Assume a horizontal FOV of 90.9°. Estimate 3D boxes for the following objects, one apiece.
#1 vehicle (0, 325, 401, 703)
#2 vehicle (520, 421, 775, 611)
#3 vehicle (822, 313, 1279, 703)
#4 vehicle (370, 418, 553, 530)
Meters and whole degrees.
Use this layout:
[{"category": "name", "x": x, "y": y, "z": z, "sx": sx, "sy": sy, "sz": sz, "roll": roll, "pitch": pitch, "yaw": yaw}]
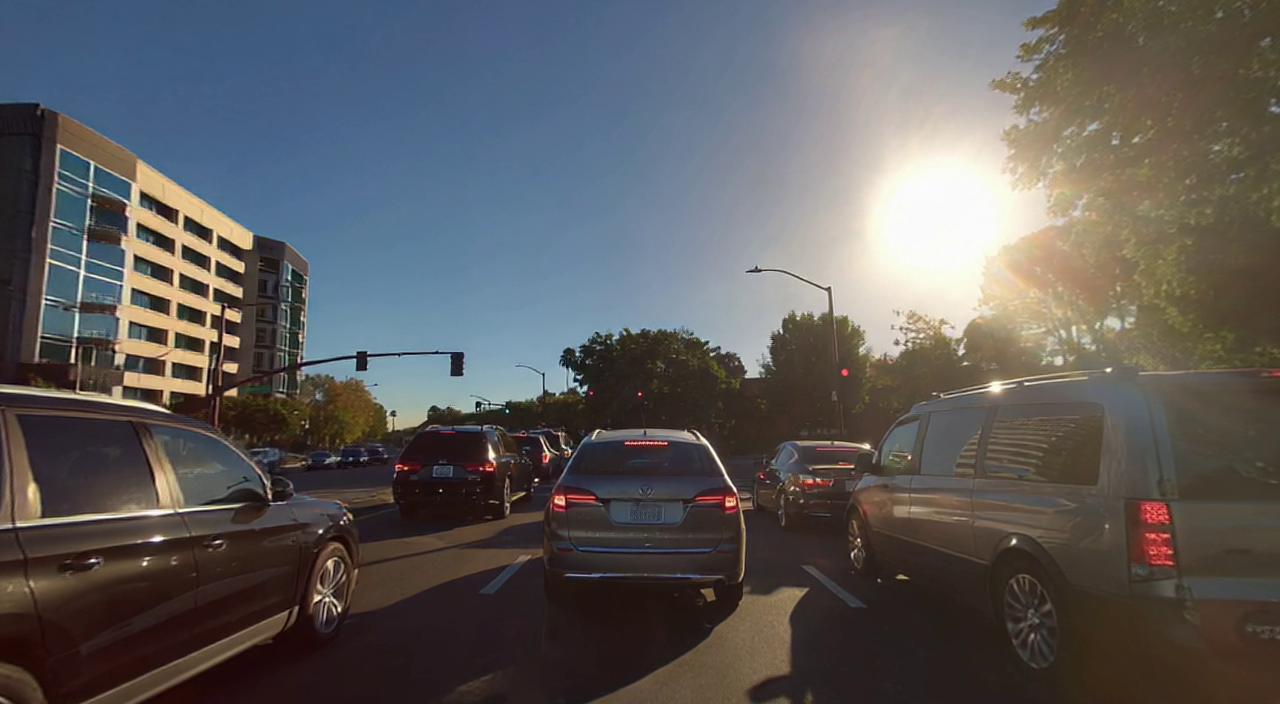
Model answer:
[{"category": "vehicle", "x": -3.123, "y": 0.955, "z": 3.309, "sx": 1.982, "sy": 1.721, "sz": 4.261, "roll": 0, "pitch": -8, "yaw": 1}, {"category": "vehicle", "x": 0.022, "y": 1.598, "z": 7.051, "sx": 2.021, "sy": 1.490, "sz": 3.948, "roll": 0, "pitch": -8, "yaw": -1}, {"category": "vehicle", "x": 3.218, "y": 1.100, "z": 4.733, "sx": 2.141, "sy": 1.833, "sz": 4.704, "roll": 0, "pitch": -8, "yaw": -2}, {"category": "vehicle", "x": -3.179, "y": 2.300, "z": 12.448, "sx": 2.117, "sy": 1.772, "sz": 4.619, "roll": 0, "pitch": -8, "yaw": 2}]
